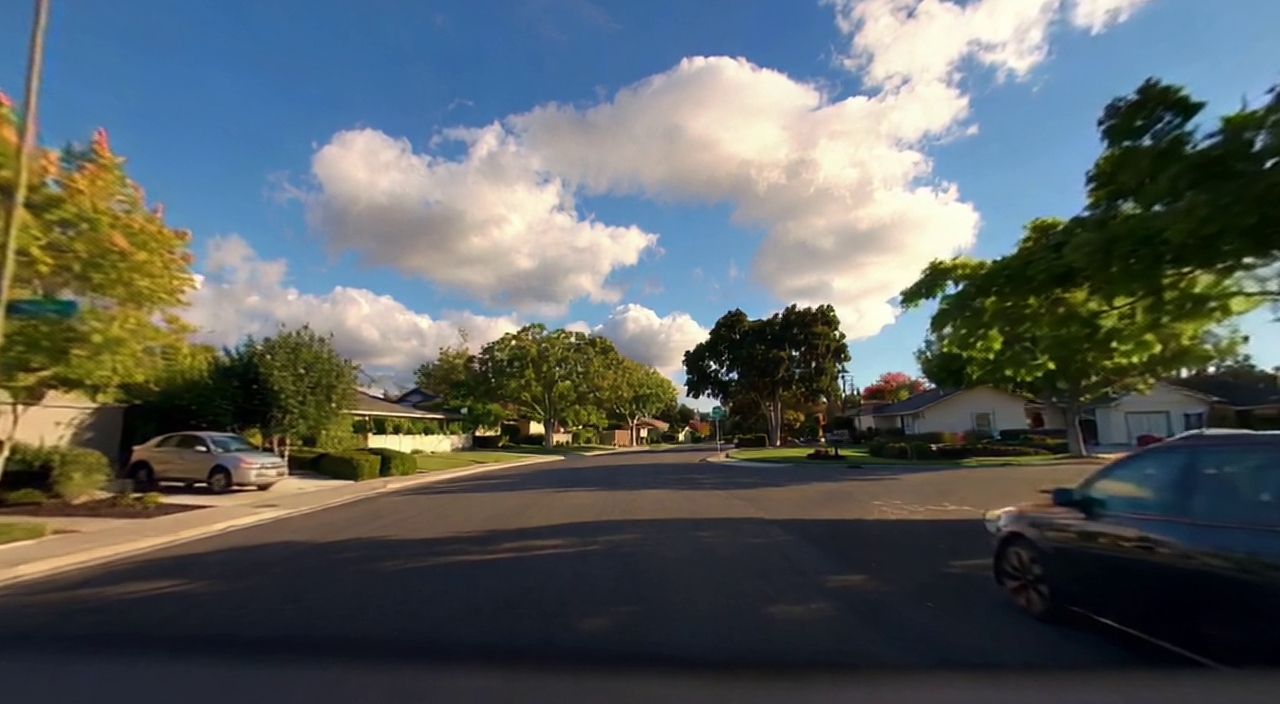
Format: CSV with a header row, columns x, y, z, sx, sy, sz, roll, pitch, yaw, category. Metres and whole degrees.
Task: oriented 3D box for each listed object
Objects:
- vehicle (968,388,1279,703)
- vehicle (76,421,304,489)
x,y,z,sx,sy,sz,roll,pitch,yaw,category
3.872,0.982,3.012,2.034,1.583,4.707,0,-8,-1,vehicle
-12.422,2.828,17.700,4.790,1.627,2.112,1,-4,0,vehicle
